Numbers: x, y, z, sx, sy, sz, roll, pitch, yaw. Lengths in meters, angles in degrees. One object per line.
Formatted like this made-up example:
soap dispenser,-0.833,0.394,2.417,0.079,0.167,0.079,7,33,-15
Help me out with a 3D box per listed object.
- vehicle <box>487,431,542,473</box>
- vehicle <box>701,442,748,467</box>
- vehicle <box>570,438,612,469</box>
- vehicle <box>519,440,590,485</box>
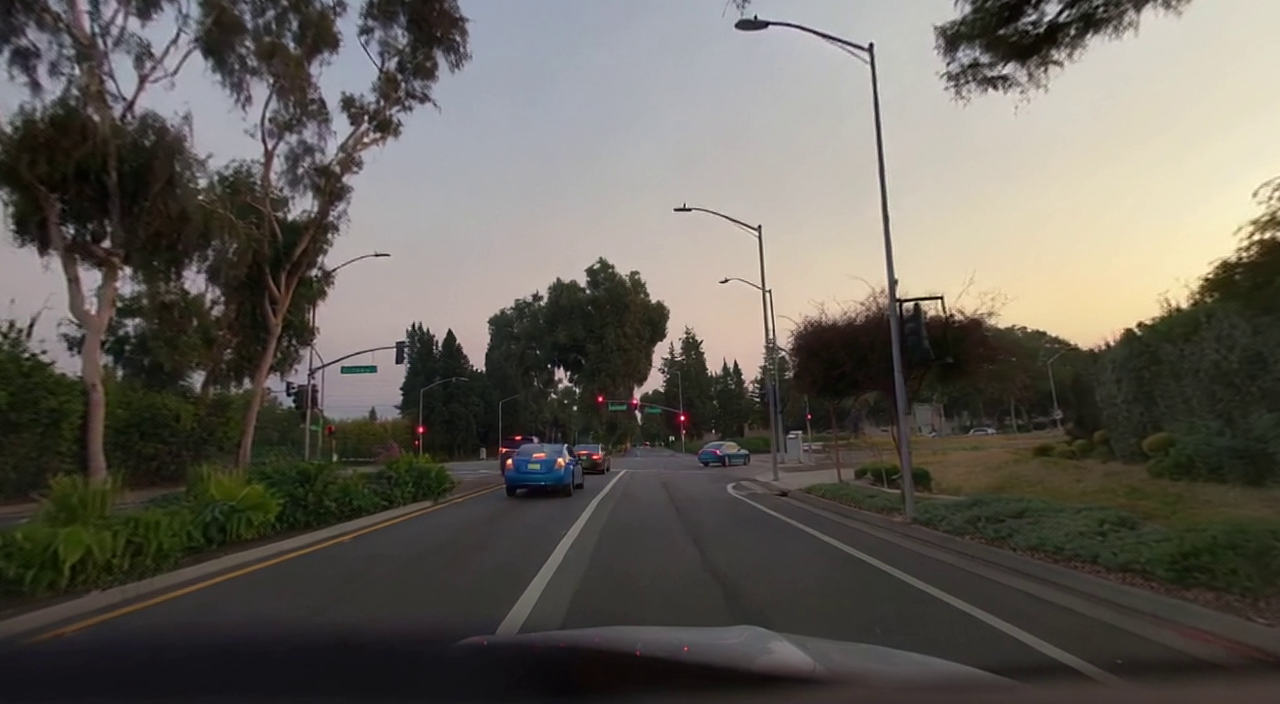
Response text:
vehicle,-6.559,5.277,33.548,2.390,2.020,5.085,1,-9,-6
vehicle,5.308,6.342,39.236,1.945,1.410,4.284,-3,-9,21
vehicle,-2.800,5.908,36.932,2.055,1.679,4.155,0,-9,1
vehicle,-3.026,4.006,23.178,1.979,1.492,3.930,0,-9,1
